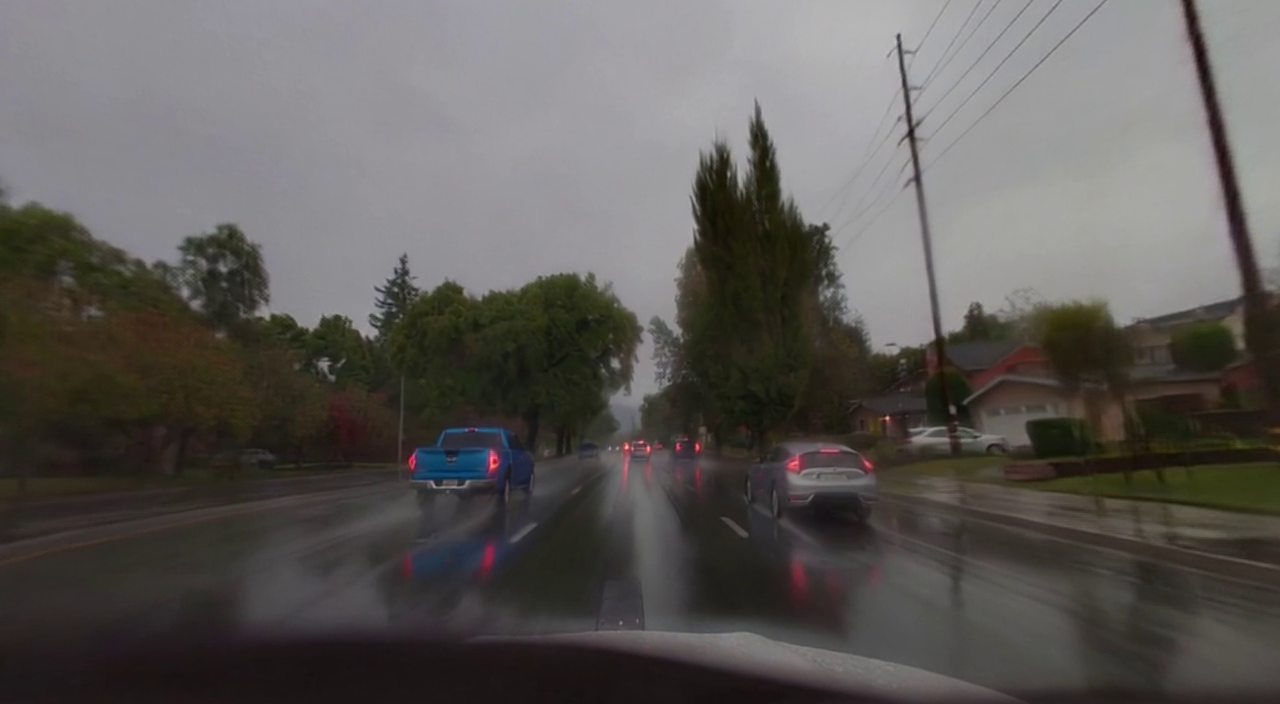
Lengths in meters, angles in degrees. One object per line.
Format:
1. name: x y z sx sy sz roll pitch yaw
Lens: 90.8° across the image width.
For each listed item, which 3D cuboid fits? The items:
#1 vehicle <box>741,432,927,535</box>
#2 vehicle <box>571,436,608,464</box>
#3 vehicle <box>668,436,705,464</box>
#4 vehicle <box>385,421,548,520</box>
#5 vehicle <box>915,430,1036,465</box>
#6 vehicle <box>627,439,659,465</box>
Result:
1. vehicle: 3.130 2.205 11.242 1.884 1.463 4.195 0 -8 -1
2. vehicle: -3.504 6.878 44.301 2.218 1.829 4.492 0 -8 0
3. vehicle: 3.238 6.899 44.632 2.099 1.845 4.363 0 -8 -2
4. vehicle: -3.499 2.515 13.993 2.111 1.745 5.274 0 -8 0
5. vehicle: 14.729 4.217 27.886 4.267 1.480 1.817 0 -8 1
6. vehicle: 0.148 6.651 42.292 1.997 1.636 3.760 0 -8 -1
